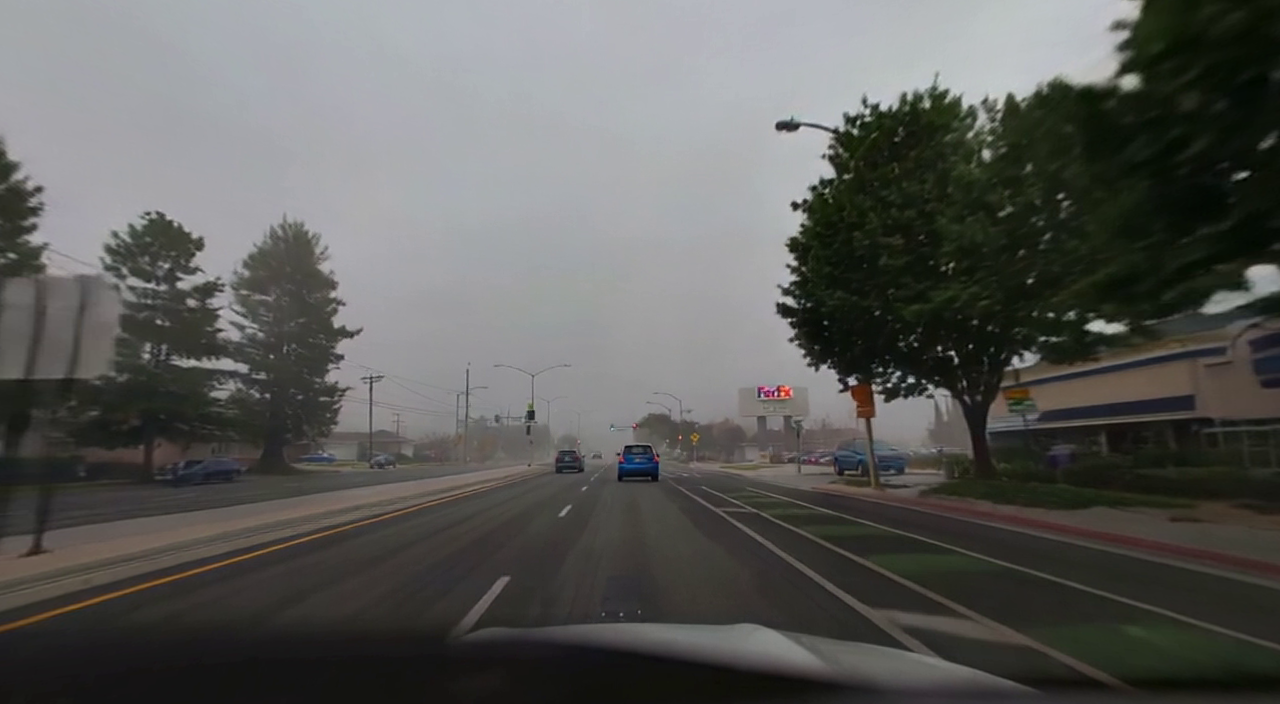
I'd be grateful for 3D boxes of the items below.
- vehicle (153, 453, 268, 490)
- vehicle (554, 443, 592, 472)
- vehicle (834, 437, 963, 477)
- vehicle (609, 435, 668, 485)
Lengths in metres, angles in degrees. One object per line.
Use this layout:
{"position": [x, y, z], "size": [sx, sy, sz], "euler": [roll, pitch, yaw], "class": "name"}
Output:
{"position": [-20.333, 5.648, 30.241], "size": [2.004, 1.546, 5.015], "euler": [0, -9, -1], "class": "vehicle"}
{"position": [-4.553, 7.247, 43.604], "size": [2.202, 1.856, 4.516], "euler": [0, -9, -1], "class": "vehicle"}
{"position": [12.871, 5.259, 31.762], "size": [5.506, 1.850, 2.156], "euler": [0, -9, 0], "class": "vehicle"}
{"position": [-0.121, 4.579, 27.051], "size": [2.273, 1.909, 5.075], "euler": [0, -9, -1], "class": "vehicle"}
